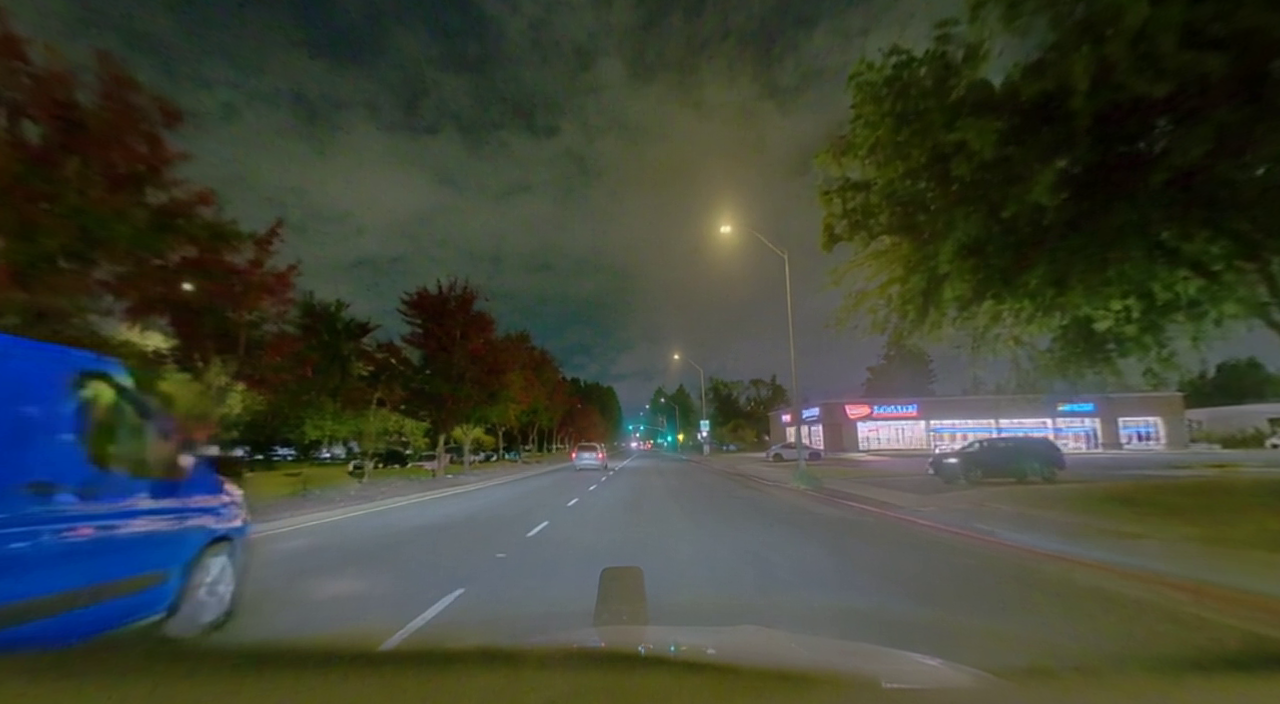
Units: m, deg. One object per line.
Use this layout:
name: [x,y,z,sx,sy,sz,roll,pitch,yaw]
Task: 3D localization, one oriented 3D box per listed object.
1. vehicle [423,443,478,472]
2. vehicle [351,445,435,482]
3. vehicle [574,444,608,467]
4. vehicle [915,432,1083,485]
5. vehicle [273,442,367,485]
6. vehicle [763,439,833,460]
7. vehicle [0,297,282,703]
vehicle: [-11.534,6.422,38.473,2.044,1.649,4.211,0,-8,0]
vehicle: [-12.070,5.451,31.075,2.024,1.656,4.837,-1,-8,2]
vehicle: [-3.337,7.157,43.441,1.966,1.481,4.385,0,-8,0]
vehicle: [10.938,3.268,19.379,3.935,1.518,1.985,0,-8,-1]
vehicle: [-15.121,5.263,30.020,1.936,1.813,4.921,-1,-8,0]
vehicle: [11.488,7.095,45.850,4.607,1.471,1.982,0,-8,-2]
vehicle: [-3.966,0.708,2.499,2.152,1.987,4.952,0,-8,-1]
